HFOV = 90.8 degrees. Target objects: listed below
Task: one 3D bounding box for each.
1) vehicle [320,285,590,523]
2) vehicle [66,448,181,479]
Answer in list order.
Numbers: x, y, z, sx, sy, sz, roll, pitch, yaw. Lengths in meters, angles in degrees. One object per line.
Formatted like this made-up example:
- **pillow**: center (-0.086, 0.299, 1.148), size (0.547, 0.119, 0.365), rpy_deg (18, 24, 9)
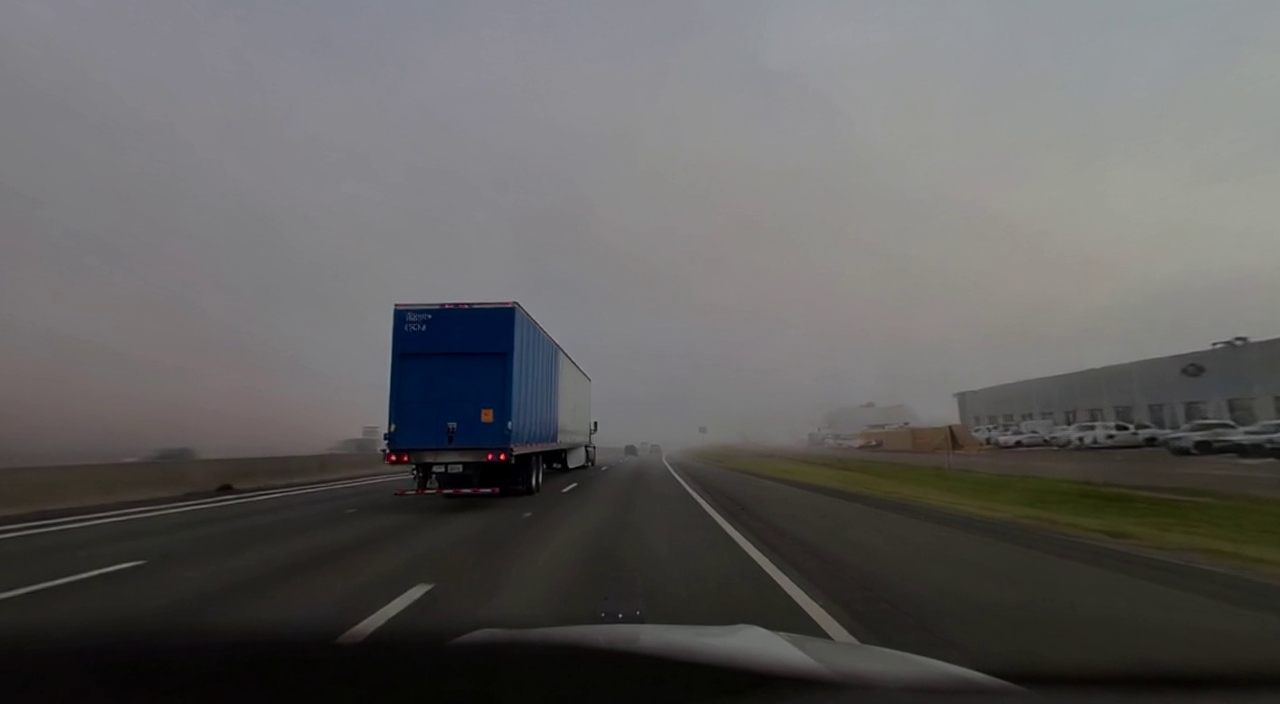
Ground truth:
- **vehicle**: center (-3.794, 2.048, 19.051), size (2.939, 4.132, 16.303), rpy_deg (0, -8, 1)
- **vehicle**: center (-27.839, 6.007, 34.278), size (1.938, 1.513, 4.945), rpy_deg (0, -8, 2)
